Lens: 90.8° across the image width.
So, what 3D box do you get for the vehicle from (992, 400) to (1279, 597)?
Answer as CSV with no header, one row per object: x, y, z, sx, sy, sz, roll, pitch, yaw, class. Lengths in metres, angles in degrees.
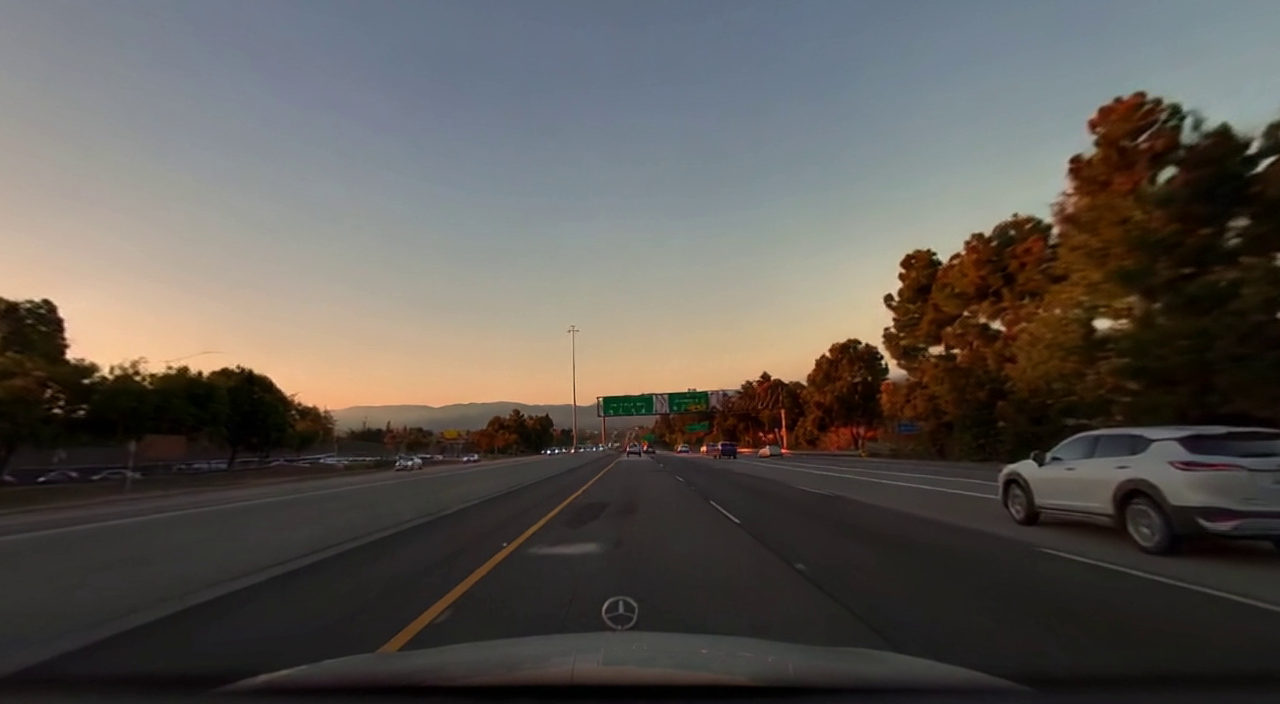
6.450,1.513,7.155,2.052,1.660,4.837,0,-9,-1,vehicle

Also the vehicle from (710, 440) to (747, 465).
6.411,7.349,46.311,2.030,1.706,4.279,0,-9,-1,vehicle
